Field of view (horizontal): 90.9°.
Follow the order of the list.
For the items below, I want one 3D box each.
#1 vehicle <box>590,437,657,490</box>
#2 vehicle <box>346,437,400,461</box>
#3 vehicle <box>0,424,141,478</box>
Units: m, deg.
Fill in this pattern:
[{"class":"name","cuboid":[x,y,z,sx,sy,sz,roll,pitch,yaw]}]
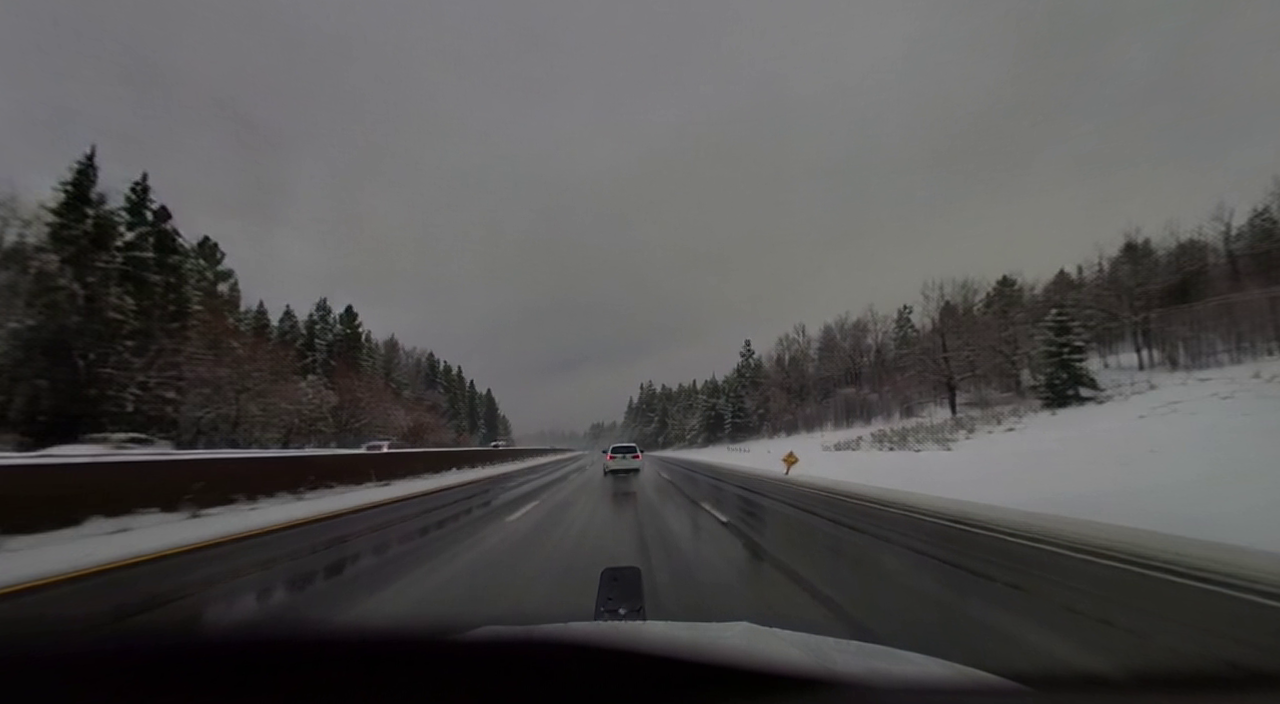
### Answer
[{"class":"vehicle","cuboid":[-0.543,3.670,21.027,2.011,1.590,3.607,0,-9,-1]},{"class":"vehicle","cuboid":[-17.780,6.467,42.189,1.837,1.512,4.359,0,-9,-2]},{"class":"vehicle","cuboid":[-17.730,3.041,19.401,1.714,1.482,3.643,0,-9,-1]}]
